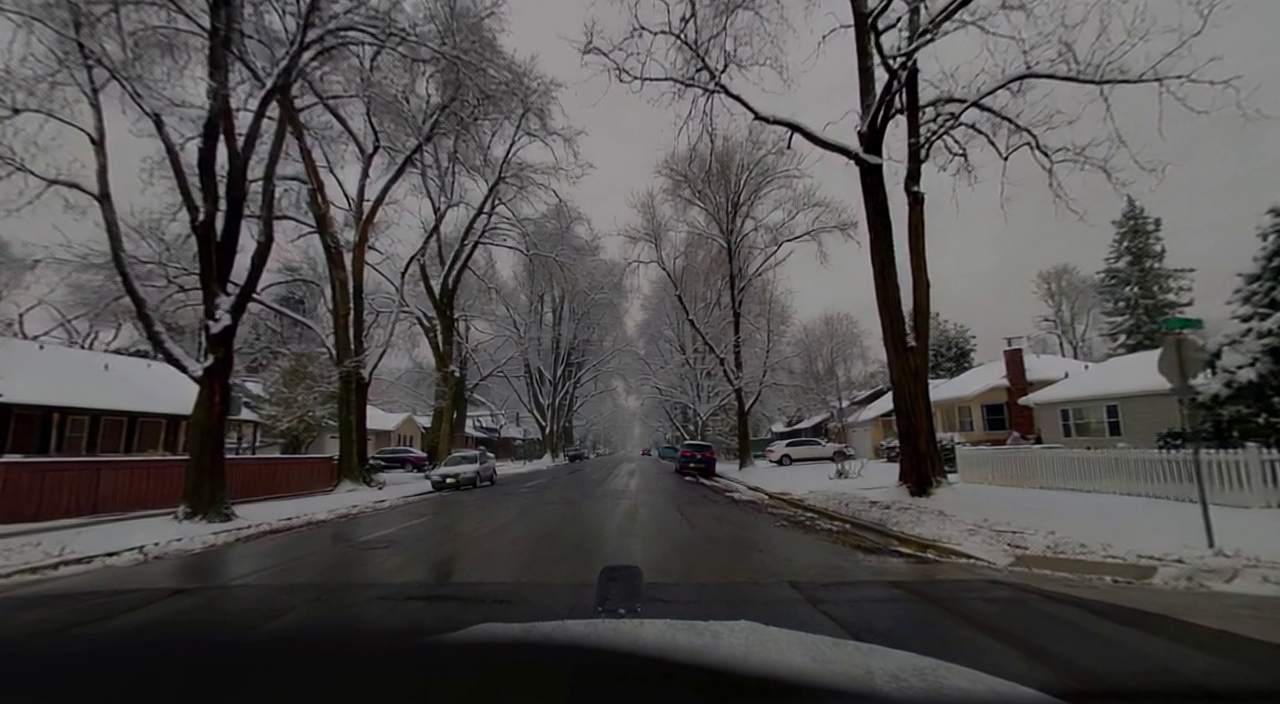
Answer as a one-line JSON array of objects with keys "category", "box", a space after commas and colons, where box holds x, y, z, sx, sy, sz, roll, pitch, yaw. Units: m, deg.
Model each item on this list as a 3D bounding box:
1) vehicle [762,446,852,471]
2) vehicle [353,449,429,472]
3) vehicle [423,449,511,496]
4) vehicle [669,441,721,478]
[{"category": "vehicle", "box": [10.089, 6.494, 38.562, 5.041, 1.486, 1.969, -1, -8, 7]}, {"category": "vehicle", "box": [-16.529, 7.189, 42.015, 4.276, 1.463, 1.832, -1, -8, 6]}, {"category": "vehicle", "box": [-6.588, 4.607, 24.550, 2.099, 1.399, 4.357, -4, -7, 1]}, {"category": "vehicle", "box": [2.914, 5.902, 34.942, 2.241, 1.875, 5.059, 0, -8, -2]}]
